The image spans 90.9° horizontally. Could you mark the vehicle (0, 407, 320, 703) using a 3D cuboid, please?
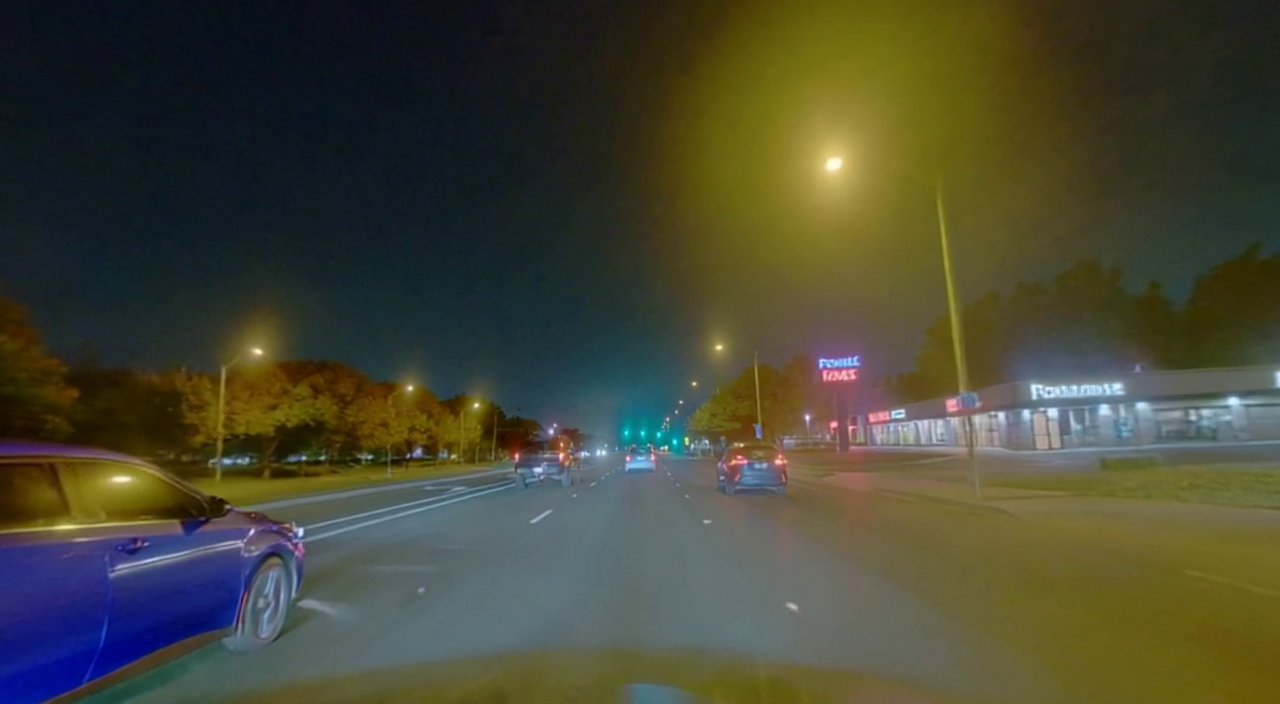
[{"bbox_3d":[-3.149,0.876,1.804,1.956,1.460,4.802,0,-9,0],"label":"vehicle"}]

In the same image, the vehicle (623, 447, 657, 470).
[{"bbox_3d":[0.001,6.923,41.172,2.069,1.445,3.965,0,-9,0],"label":"vehicle"}]

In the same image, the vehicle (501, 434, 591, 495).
[{"bbox_3d":[-2.959,3.660,20.898,2.193,1.788,4.603,0,-9,1],"label":"vehicle"}]

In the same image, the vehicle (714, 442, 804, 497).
[{"bbox_3d":[3.531,3.582,19.591,1.904,1.490,4.299,0,-9,-1],"label":"vehicle"}]
